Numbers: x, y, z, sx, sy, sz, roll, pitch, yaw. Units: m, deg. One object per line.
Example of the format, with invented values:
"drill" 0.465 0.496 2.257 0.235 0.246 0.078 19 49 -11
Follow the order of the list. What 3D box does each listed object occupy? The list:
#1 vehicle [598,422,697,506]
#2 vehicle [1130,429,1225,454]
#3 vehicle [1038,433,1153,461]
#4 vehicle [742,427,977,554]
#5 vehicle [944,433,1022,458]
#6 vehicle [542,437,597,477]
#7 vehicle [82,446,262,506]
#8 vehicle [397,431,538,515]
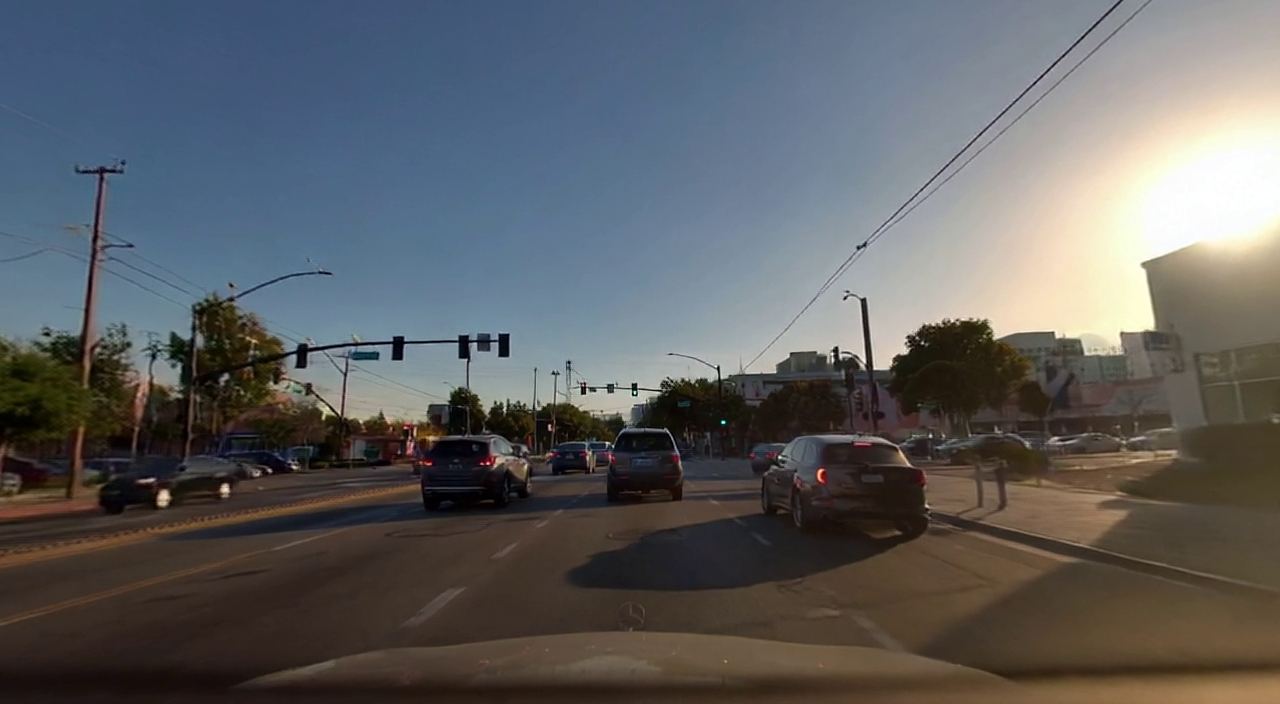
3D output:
"vehicle" 0.194 2.671 15.400 2.075 1.770 4.018 0 -8 1
"vehicle" 37.334 6.237 43.889 4.409 1.696 2.180 -2 -9 13
"vehicle" 25.358 5.315 35.255 4.736 1.526 1.878 -1 -8 9
"vehicle" 2.968 1.980 9.733 2.030 1.492 4.383 0 -8 0
"vehicle" 23.416 6.411 43.154 4.236 1.617 1.832 -1 -9 9
"vehicle" -3.089 4.694 28.303 1.894 1.642 3.861 0 -8 2
"vehicle" -14.853 3.916 20.475 2.099 1.696 4.746 0 -8 1
"vehicle" -3.669 2.657 14.321 1.886 1.599 4.247 0 -8 2
